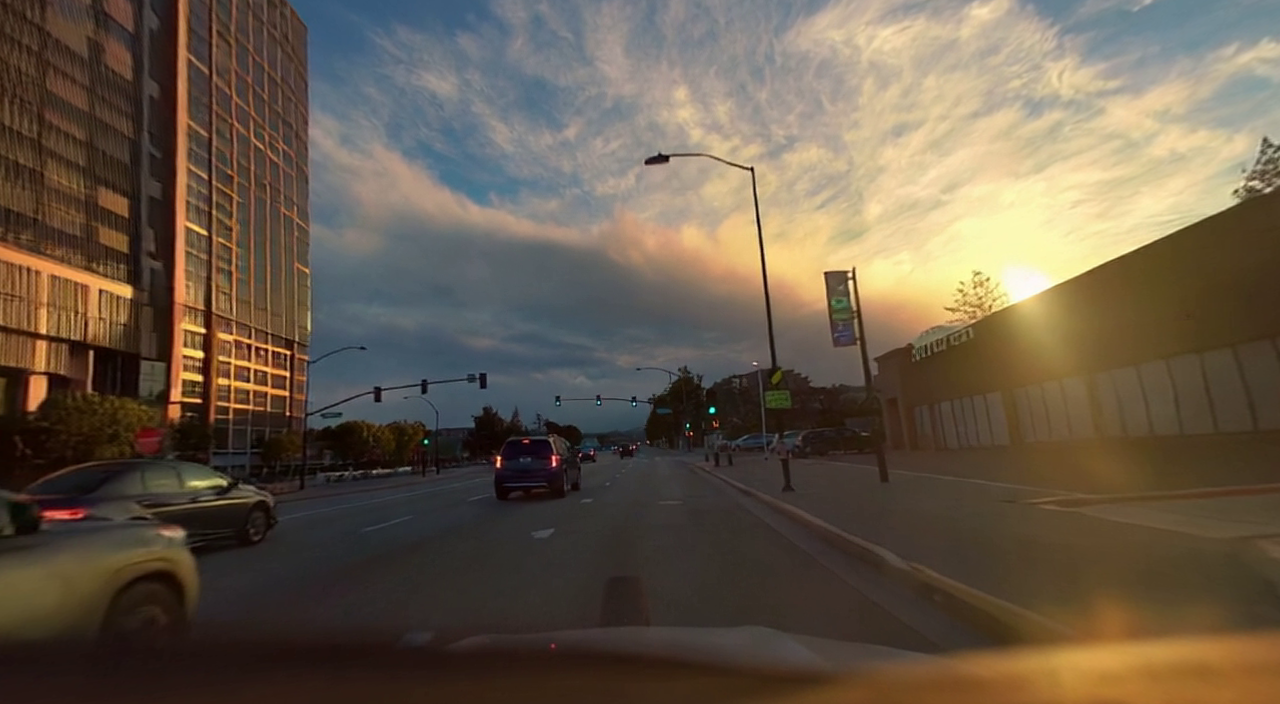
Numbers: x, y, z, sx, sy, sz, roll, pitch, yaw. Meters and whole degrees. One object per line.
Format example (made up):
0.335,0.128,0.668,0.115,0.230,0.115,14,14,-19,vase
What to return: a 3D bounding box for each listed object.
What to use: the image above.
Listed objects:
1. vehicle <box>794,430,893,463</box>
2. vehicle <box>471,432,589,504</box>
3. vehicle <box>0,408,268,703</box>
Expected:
10.286,4.858,32.176,4.361,1.550,2.087,0,-11,3,vehicle
-2.900,3.214,17.972,2.277,1.743,4.893,-1,-9,3,vehicle
-3.392,0.844,1.543,2.037,1.484,4.603,-1,-9,2,vehicle
